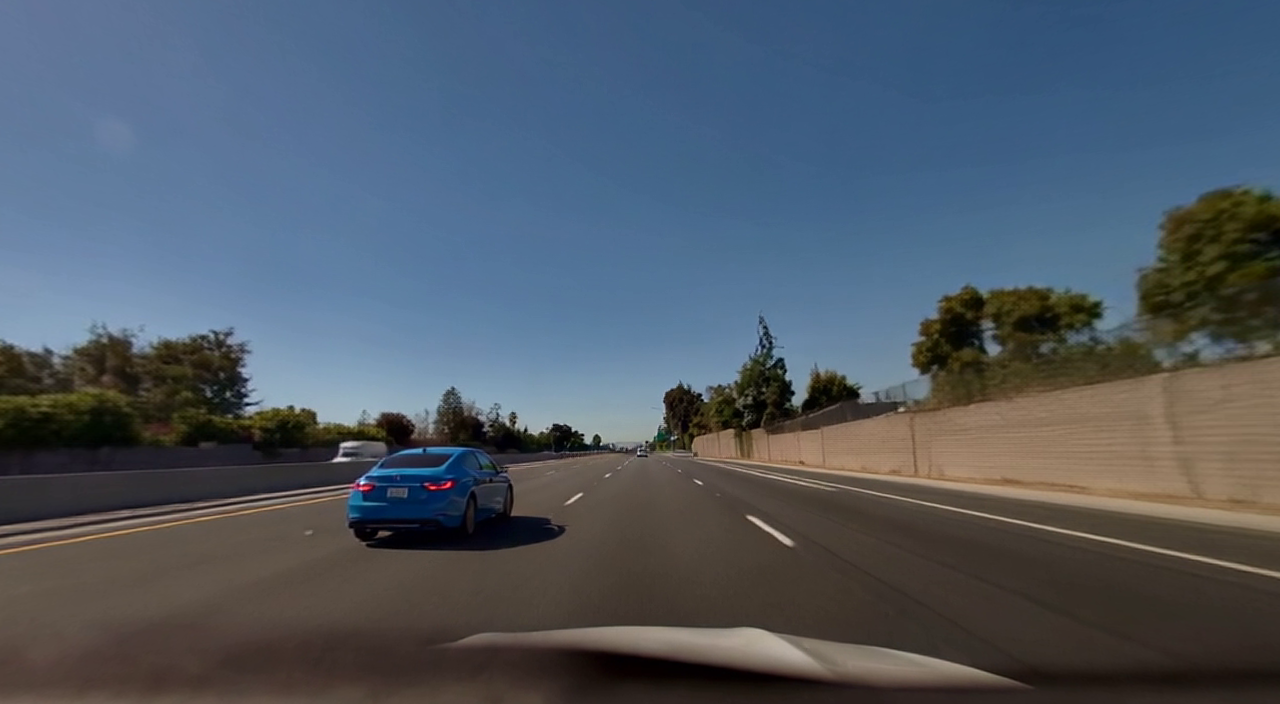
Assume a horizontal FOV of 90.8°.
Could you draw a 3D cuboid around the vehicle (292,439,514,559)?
[{"bbox_3d":[-3.343,2.131,9.832,1.935,1.479,3.787,0,-9,1],"label":"vehicle"}]
